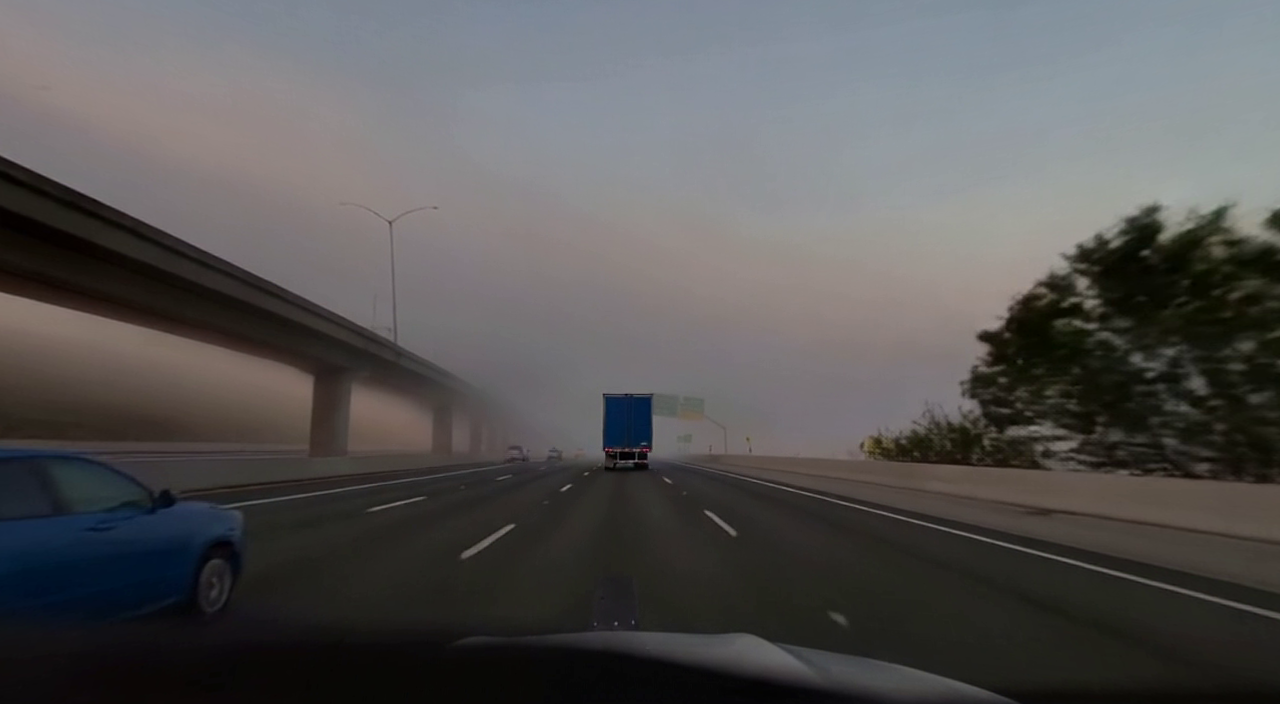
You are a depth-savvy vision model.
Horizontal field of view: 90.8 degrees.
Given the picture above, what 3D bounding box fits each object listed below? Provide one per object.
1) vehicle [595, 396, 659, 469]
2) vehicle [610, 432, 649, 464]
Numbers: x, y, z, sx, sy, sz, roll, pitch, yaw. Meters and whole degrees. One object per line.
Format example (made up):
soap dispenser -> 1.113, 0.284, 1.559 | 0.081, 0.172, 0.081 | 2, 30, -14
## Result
vehicle -> -0.697, 5.033, 38.158 | 3.233, 3.678, 11.032 | 1, -9, 0
vehicle -> -0.605, 5.389, 35.526 | 2.052, 1.666, 4.358 | 1, -9, -2
